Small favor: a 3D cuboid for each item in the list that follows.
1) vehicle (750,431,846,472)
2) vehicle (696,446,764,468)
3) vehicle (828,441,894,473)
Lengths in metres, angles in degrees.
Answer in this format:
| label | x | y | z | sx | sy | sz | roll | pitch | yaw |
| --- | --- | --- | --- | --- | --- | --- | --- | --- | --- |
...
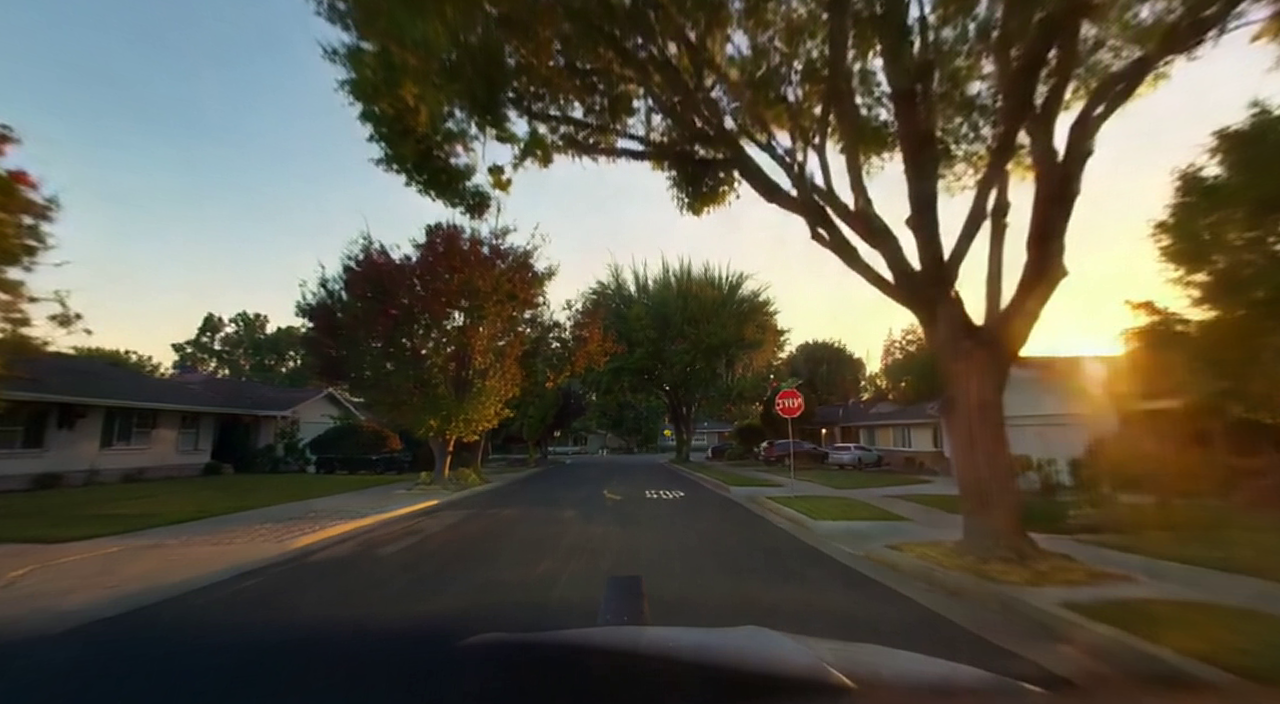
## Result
| label | x | y | z | sx | sy | sz | roll | pitch | yaw |
| --- | --- | --- | --- | --- | --- | --- | --- | --- | --- |
| vehicle | 9.714 | 6.104 | 39.103 | 5.239 | 1.933 | 2.131 | -5 | -5 | -3 |
| vehicle | 5.887 | 6.957 | 41.761 | 4.229 | 1.402 | 1.811 | 0 | -9 | 0 |
| vehicle | 11.607 | 5.429 | 32.955 | 2.004 | 1.511 | 4.494 | -6 | -10 | 35 |
